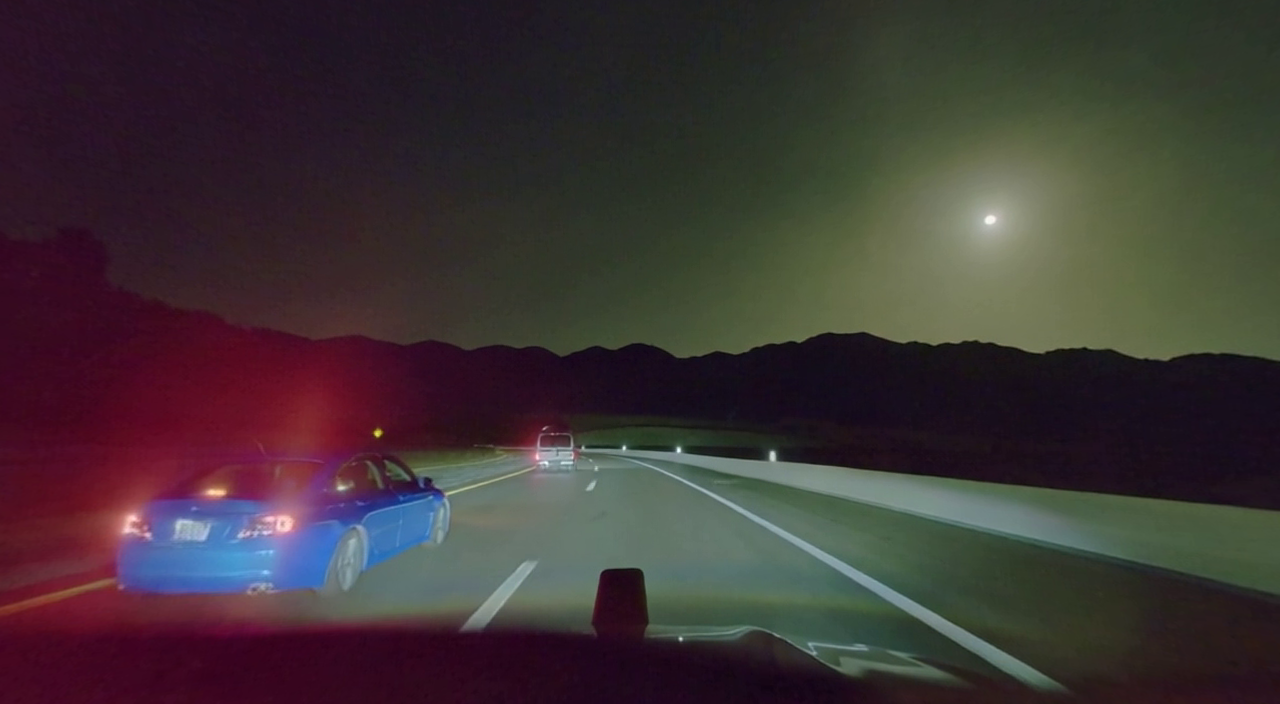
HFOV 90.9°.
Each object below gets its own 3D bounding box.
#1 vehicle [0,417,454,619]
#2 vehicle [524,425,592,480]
[{"bbox_3d":[-3.871,1.601,7.123,2.097,1.511,4.585,0,-8,1],"label":"vehicle"},{"bbox_3d":[-3.557,4.509,28.507,2.444,2.204,5.568,0,-8,-1],"label":"vehicle"}]
